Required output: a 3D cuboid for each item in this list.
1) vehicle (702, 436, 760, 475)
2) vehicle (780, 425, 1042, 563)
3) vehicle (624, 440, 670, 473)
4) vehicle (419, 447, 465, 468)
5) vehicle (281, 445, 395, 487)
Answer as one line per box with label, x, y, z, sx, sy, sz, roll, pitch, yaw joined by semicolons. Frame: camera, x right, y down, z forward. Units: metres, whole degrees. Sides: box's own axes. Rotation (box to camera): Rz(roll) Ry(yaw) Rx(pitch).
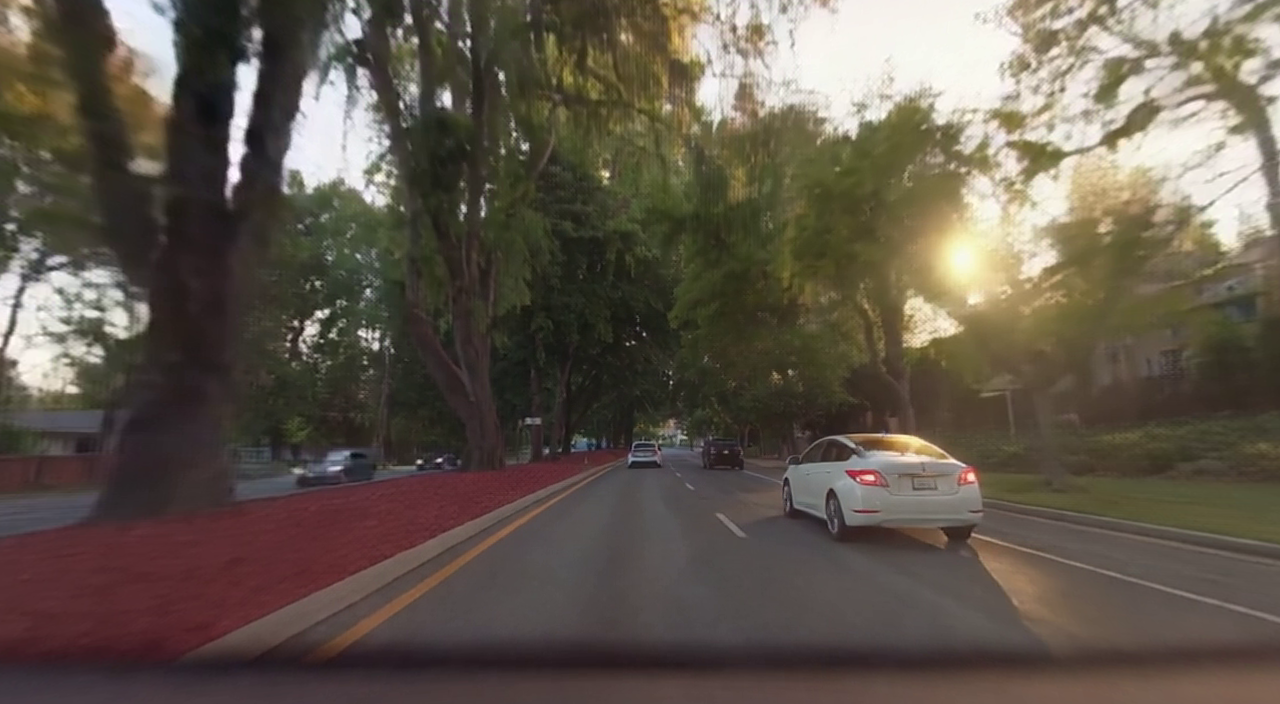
vehicle;4.077;4.736;29.092;2.074;1.652;4.340;0;-9;0
vehicle;3.496;1.896;9.195;1.985;1.529;4.147;0;-8;0
vehicle;0.377;4.996;30.494;2.082;1.473;4.028;0;-8;2
vehicle;-14.618;7.781;46.905;1.843;1.453;4.425;0;-8;2
vehicle;-11.570;4.382;24.658;2.123;1.453;4.712;0;-8;0
